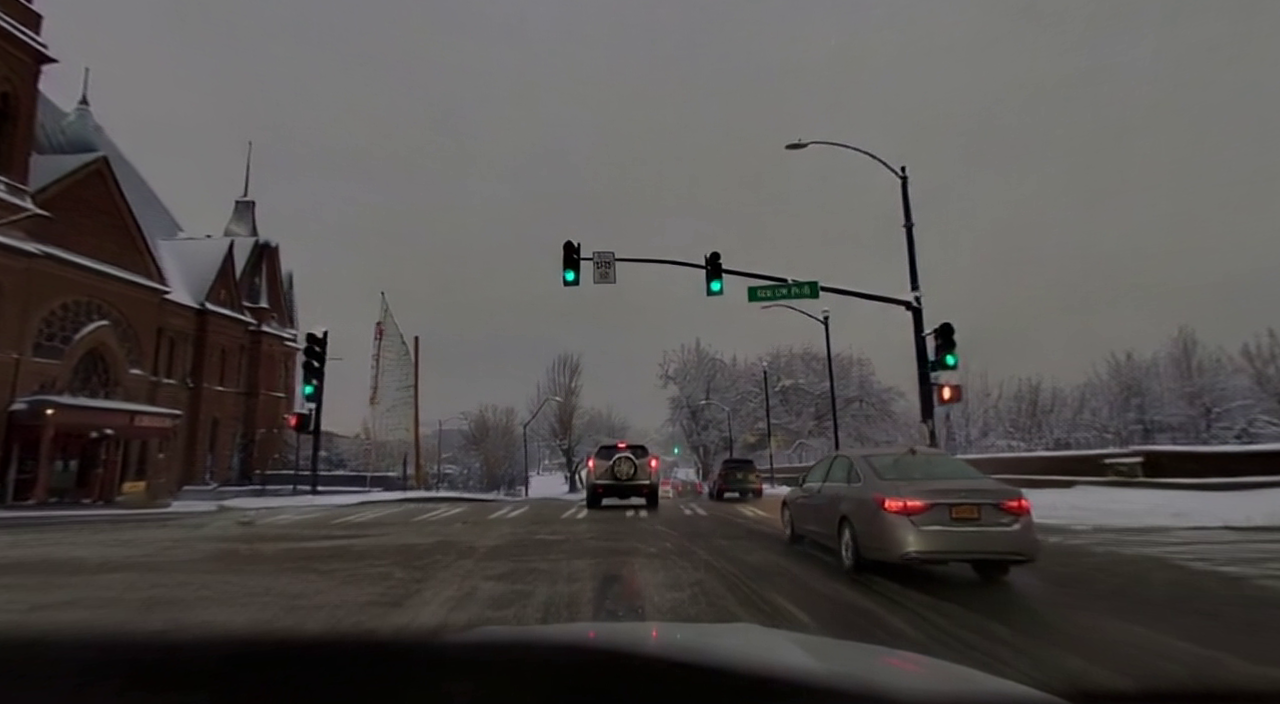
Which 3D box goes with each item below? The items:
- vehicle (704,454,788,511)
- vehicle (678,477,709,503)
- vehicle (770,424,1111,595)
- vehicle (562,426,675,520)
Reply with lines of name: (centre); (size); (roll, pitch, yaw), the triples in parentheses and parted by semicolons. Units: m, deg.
vehicle: (3.135, 3.937, 19.549); (1.890, 1.491, 4.166); (0, -8, 0)
vehicle: (4.087, 10.400, 47.732); (2.027, 1.771, 4.470); (-1, -11, 9)
vehicle: (3.100, 1.708, 7.805); (1.883, 1.472, 4.471); (1, -8, -2)
vehicle: (-0.437, 2.631, 14.273); (2.168, 1.776, 4.135); (0, -8, -1)
